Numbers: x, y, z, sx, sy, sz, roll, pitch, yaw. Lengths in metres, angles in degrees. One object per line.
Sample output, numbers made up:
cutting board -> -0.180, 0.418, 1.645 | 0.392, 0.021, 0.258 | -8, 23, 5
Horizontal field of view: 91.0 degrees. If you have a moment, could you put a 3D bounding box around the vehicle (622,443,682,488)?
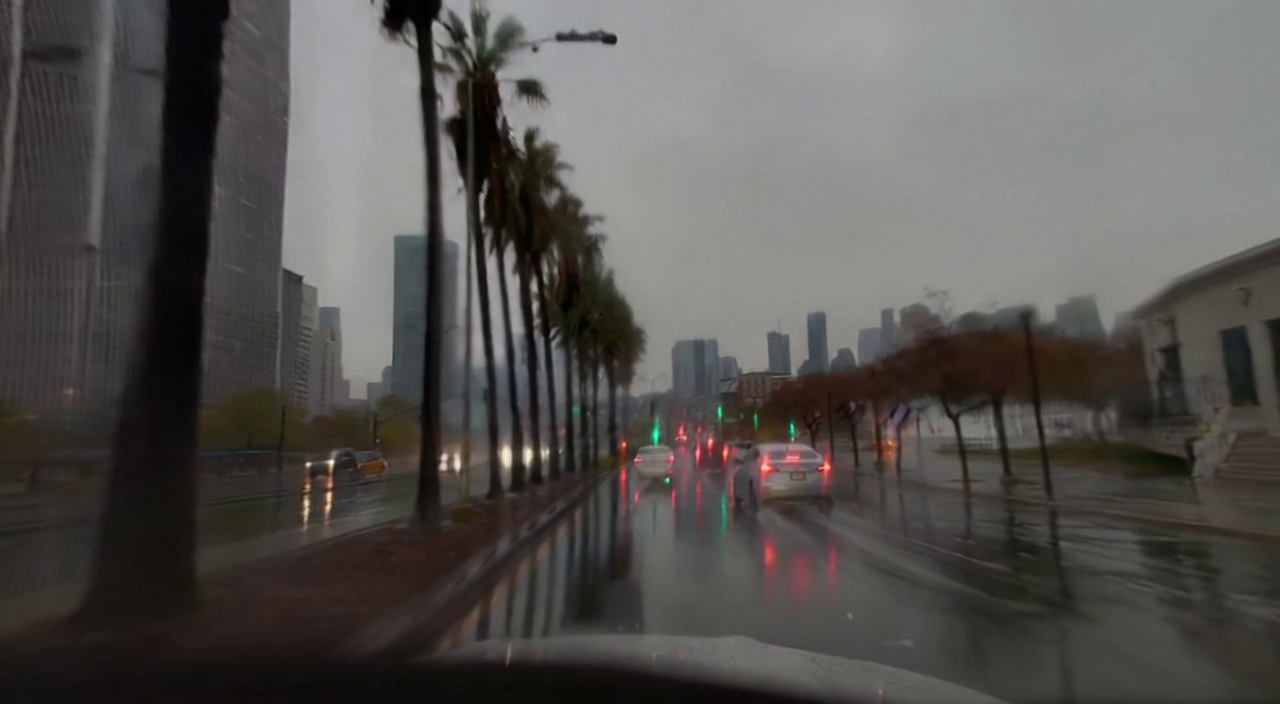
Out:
vehicle -> 0.508, 4.246, 23.829 | 2.077, 1.518, 3.760 | -1, -9, 3

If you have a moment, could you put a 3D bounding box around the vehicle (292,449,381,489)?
vehicle -> -15.516, 5.974, 32.589 | 2.048, 1.830, 5.136 | -1, -9, 0

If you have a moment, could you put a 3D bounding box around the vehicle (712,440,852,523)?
vehicle -> 2.883, 2.761, 14.068 | 2.051, 1.509, 4.933 | 0, -9, 1
